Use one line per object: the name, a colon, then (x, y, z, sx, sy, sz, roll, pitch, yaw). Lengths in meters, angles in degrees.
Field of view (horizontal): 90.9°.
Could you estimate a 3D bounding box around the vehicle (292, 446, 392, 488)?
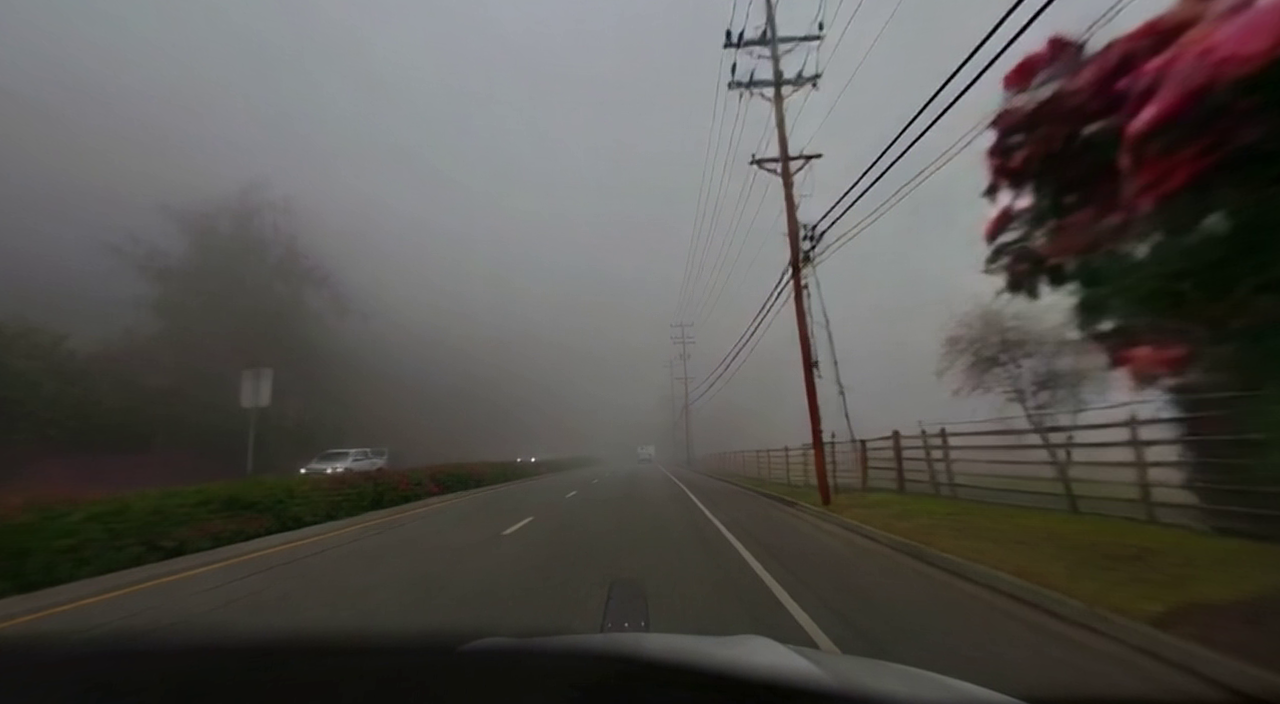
vehicle: (-15.299, 5.918, 32.847, 2.269, 1.943, 5.876, -1, -8, 1)
